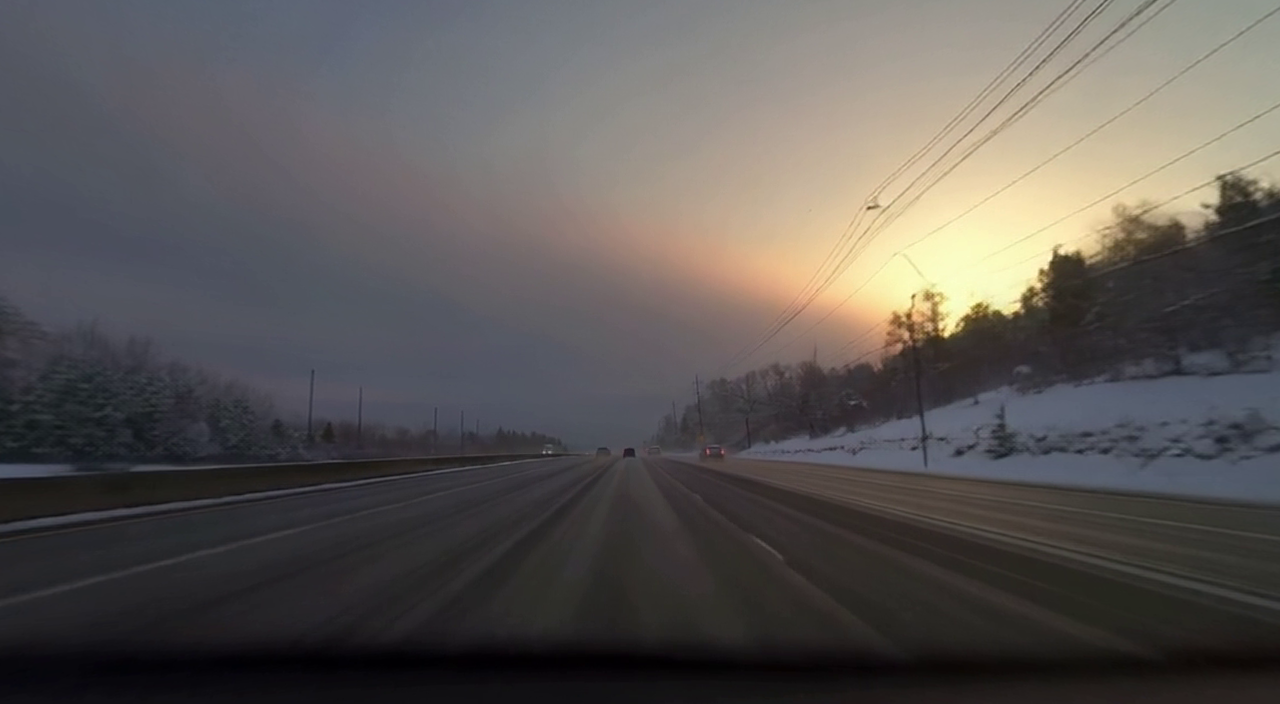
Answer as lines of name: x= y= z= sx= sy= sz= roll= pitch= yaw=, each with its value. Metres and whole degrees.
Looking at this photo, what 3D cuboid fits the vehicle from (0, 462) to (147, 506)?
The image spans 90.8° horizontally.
vehicle: x=-25.653 y=5.886 z=28.648 sx=2.119 sy=1.654 sz=5.632 roll=0 pitch=-9 yaw=0
